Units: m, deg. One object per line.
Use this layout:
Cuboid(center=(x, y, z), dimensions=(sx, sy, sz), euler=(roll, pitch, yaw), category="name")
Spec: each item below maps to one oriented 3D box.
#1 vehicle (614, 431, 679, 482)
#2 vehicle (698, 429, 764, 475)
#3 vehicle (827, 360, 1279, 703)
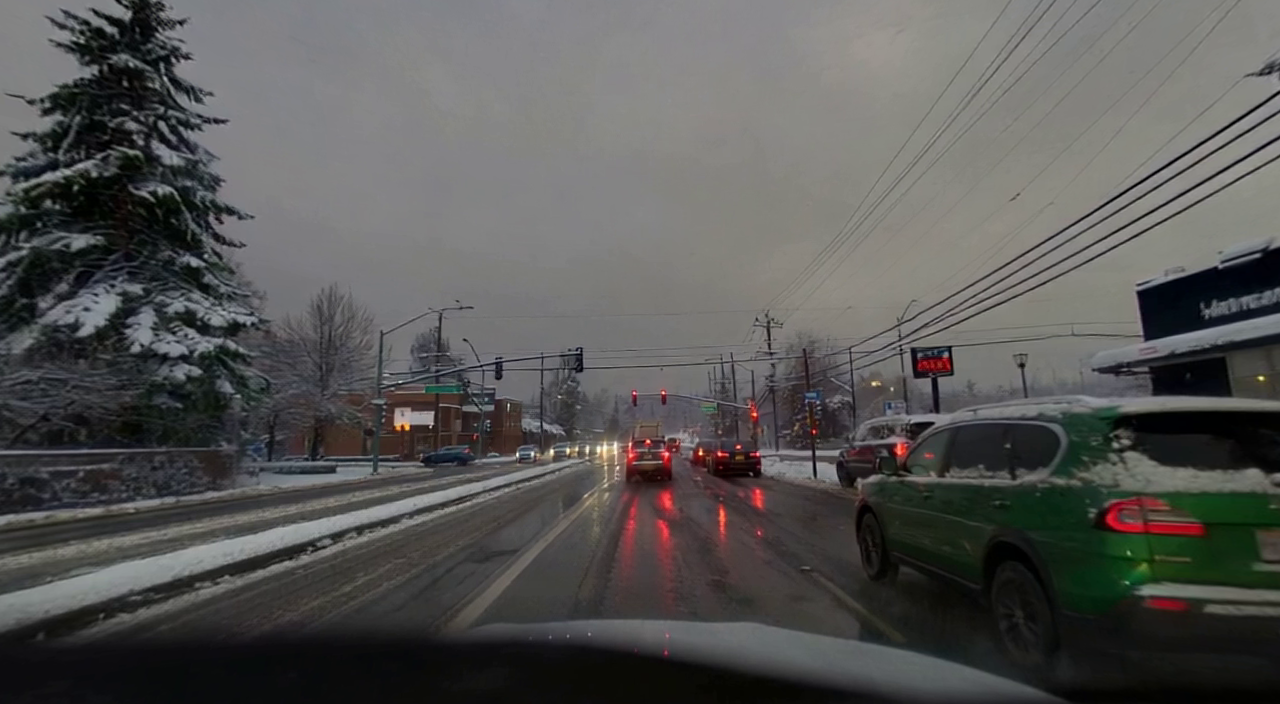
Cuboid(center=(0.226, 3.760, 22.964), dimensions=(2.149, 1.668, 3.962), euler=(0, -9, 0), category="vehicle")
Cuboid(center=(3.800, 4.301, 27.241), dimensions=(2.060, 1.789, 4.712), euler=(0, -9, -1), category="vehicle")
Cuboid(center=(3.082, 1.153, 4.800), dimensions=(1.998, 1.620, 4.267), euler=(0, -9, 0), category="vehicle")
